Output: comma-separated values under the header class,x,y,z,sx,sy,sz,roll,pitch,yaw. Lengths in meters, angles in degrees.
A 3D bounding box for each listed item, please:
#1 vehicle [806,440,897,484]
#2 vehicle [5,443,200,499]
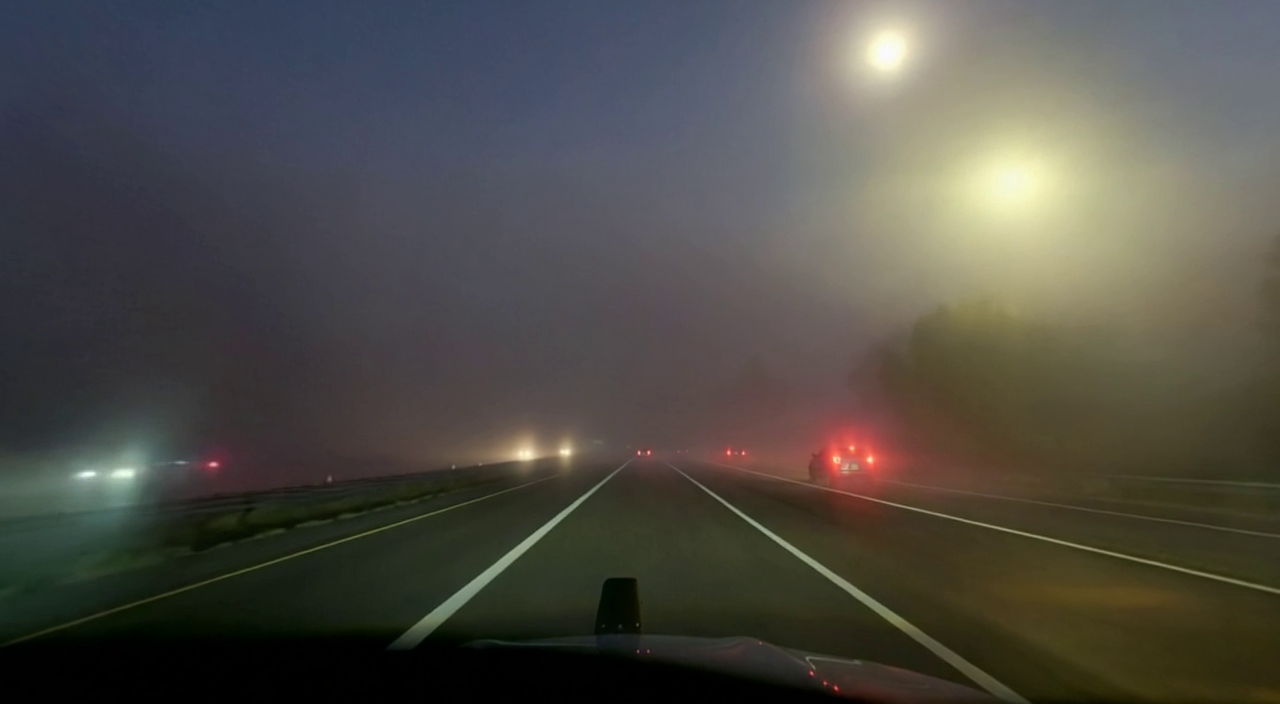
class,x,y,z,sx,sy,sz,roll,pitch,yaw
vehicle,8.054,4.226,24.488,1.989,1.526,4.443,0,-9,0
vehicle,-21.113,4.673,25.288,2.334,1.960,6.091,0,-9,1
